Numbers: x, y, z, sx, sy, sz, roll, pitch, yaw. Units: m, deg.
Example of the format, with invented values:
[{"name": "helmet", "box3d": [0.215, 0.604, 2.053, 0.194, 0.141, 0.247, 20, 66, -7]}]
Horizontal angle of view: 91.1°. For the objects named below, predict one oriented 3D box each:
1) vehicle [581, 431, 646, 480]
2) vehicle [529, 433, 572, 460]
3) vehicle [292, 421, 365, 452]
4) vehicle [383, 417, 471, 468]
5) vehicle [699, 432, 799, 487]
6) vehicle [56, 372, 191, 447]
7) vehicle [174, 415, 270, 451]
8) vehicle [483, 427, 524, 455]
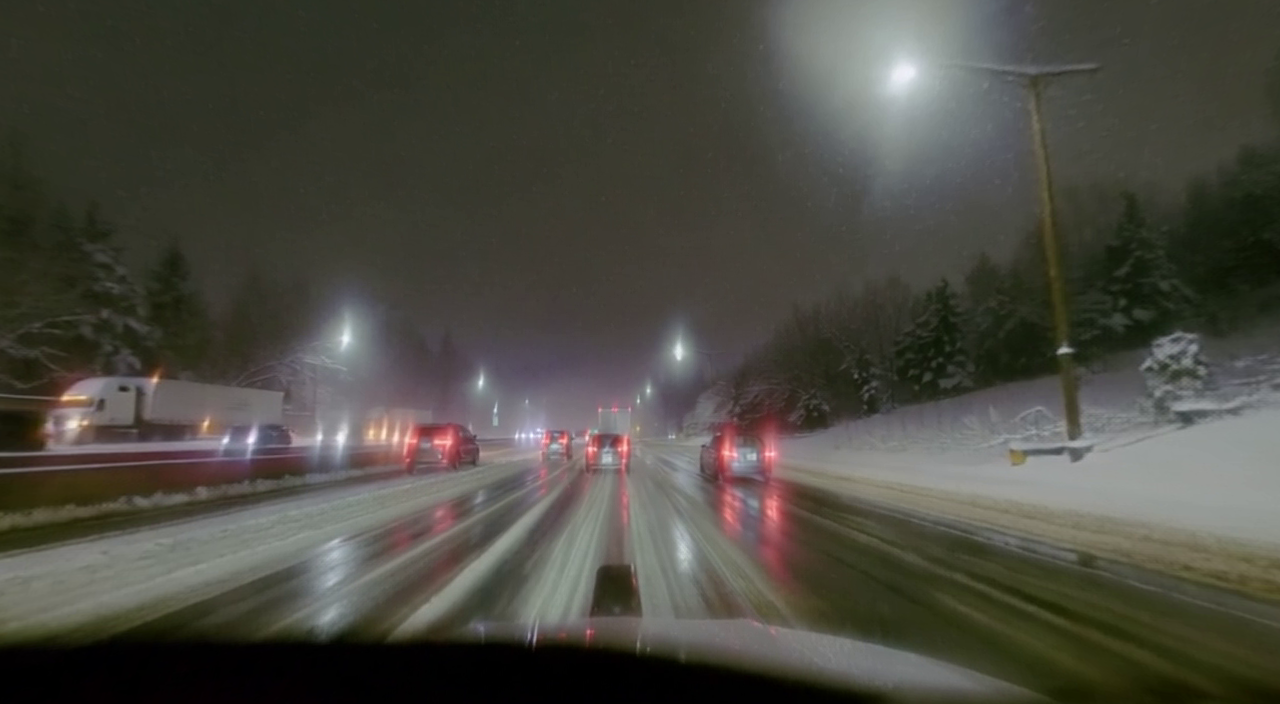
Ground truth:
[{"name": "vehicle", "box3d": [-0.885, 3.410, 21.093, 1.980, 1.478, 3.758, 0, -8, -2]}, {"name": "vehicle", "box3d": [-5.186, 5.522, 37.017, 2.046, 1.493, 4.384, 0, -8, -2]}, {"name": "vehicle", "box3d": [-16.188, 4.422, 32.897, 1.903, 1.506, 3.980, 0, -8, -3]}, {"name": "vehicle", "box3d": [-8.699, 3.741, 26.180, 2.158, 1.943, 4.662, 0, -8, -2]}, {"name": "vehicle", "box3d": [3.175, 3.207, 19.289, 1.981, 1.474, 4.396, 0, -8, -4]}, {"name": "vehicle", "box3d": [-28.562, 3.310, 35.117, 2.908, 3.868, 5.411, 0, -8, -3]}, {"name": "vehicle", "box3d": [-19.817, 3.893, 30.021, 1.831, 1.575, 4.218, 0, -8, -3]}, {"name": "vehicle", "box3d": [-9.473, 6.205, 43.933, 1.992, 1.838, 4.493, 0, -8, -2]}]
